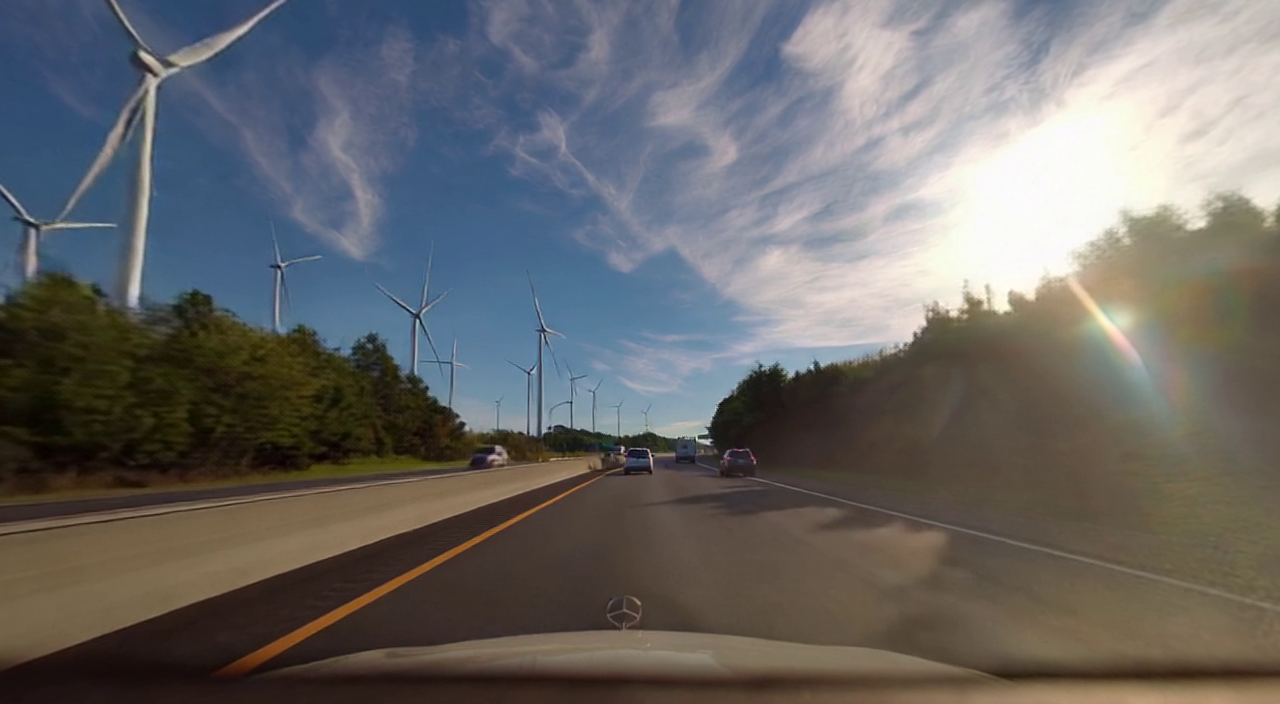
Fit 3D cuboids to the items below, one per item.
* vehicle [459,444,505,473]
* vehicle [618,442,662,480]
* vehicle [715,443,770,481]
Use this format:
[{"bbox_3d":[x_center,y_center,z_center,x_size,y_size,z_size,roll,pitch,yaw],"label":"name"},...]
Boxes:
[{"bbox_3d":[-12.019,8.140,48.210,2.083,2.091,5.097,-1,-9,1],"label":"vehicle"},{"bbox_3d":[0.016,5.309,30.810,2.038,1.723,4.150,0,-9,0],"label":"vehicle"},{"bbox_3d":[5.004,5.462,31.438,2.040,1.721,4.507,0,-9,1],"label":"vehicle"}]
